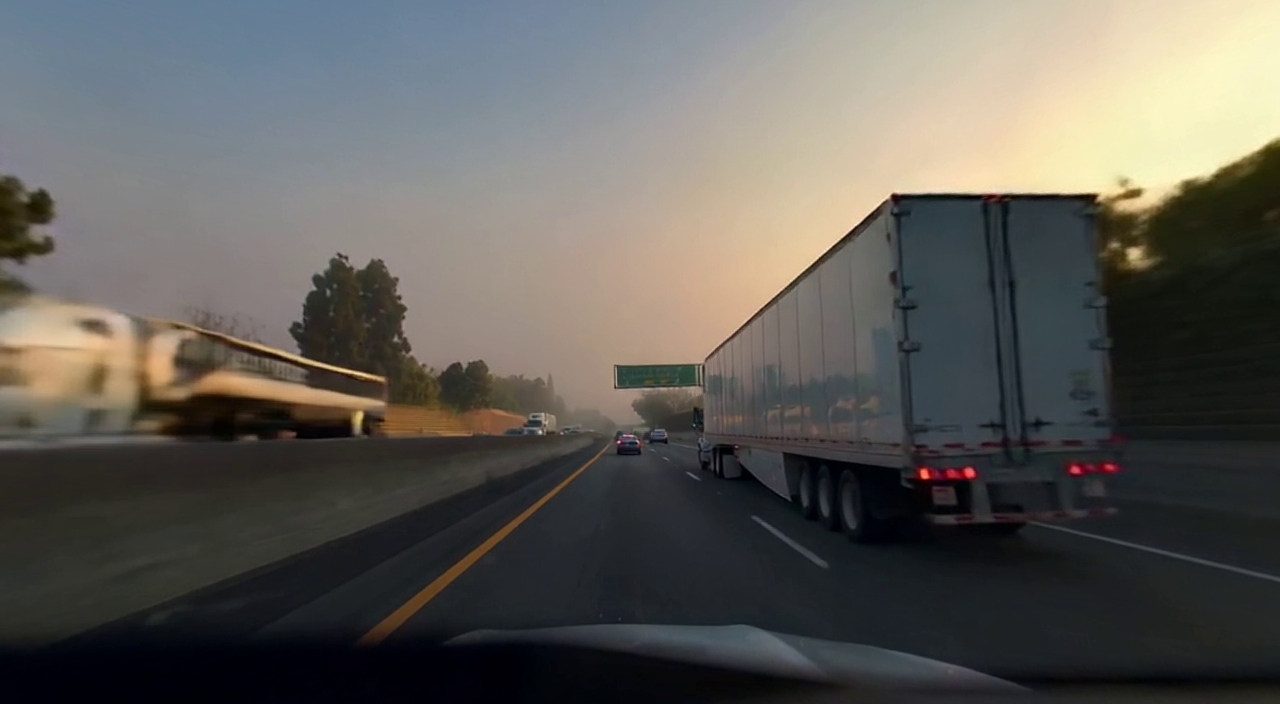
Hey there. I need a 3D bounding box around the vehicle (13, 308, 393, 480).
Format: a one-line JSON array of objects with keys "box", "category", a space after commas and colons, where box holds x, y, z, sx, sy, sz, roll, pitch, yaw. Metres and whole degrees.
[{"box": [-13.069, 1.909, 22.029, 3.380, 4.082, 14.183, 0, -8, -1], "category": "vehicle"}]

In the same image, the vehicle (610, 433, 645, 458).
[{"box": [-0.799, 5.878, 39.955, 2.119, 1.480, 4.000, 0, -8, -1], "category": "vehicle"}]

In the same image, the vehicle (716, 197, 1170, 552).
[{"box": [4.209, 1.091, 14.060, 2.953, 4.045, 13.843, 0, -8, -1], "category": "vehicle"}]

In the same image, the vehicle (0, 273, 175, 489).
[{"box": [-12.935, 0.707, 13.601, 3.405, 4.213, 2.708, 0, -8, -1], "category": "vehicle"}]
